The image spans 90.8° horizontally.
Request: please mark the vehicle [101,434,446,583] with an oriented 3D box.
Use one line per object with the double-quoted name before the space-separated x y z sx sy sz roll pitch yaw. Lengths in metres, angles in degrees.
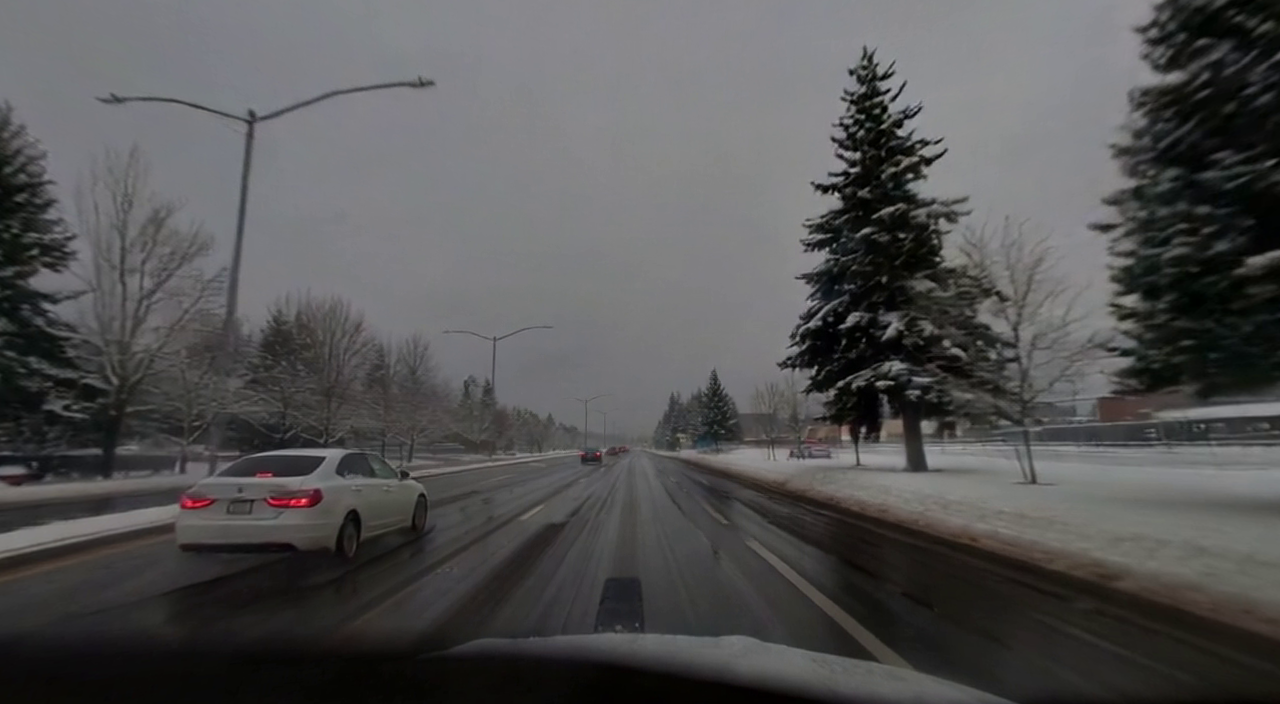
"vehicle" -4.320 1.885 8.536 2.003 1.454 4.484 0 -8 -1
